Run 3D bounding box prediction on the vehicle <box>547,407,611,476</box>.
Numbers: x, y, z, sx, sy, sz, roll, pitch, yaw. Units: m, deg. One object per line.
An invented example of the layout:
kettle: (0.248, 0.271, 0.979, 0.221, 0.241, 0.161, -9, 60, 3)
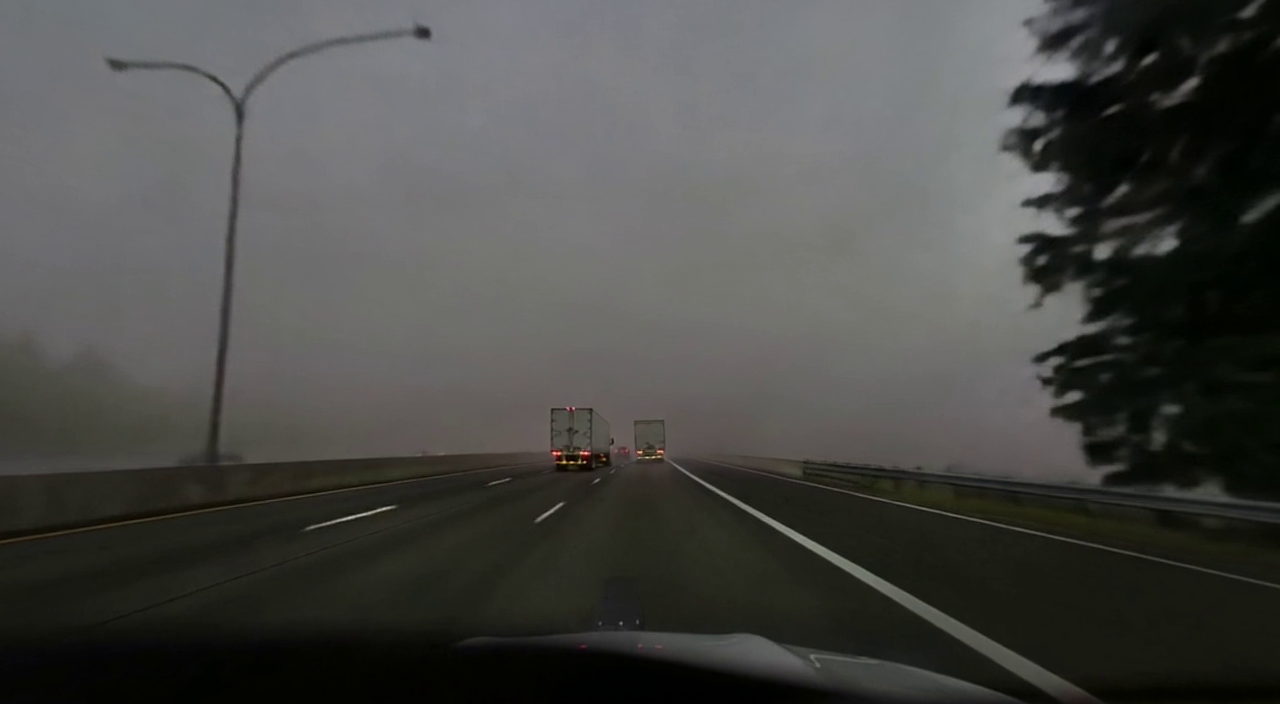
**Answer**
vehicle: (-3.079, 4.836, 33.783, 2.696, 3.266, 7.062, 0, -9, 0)
